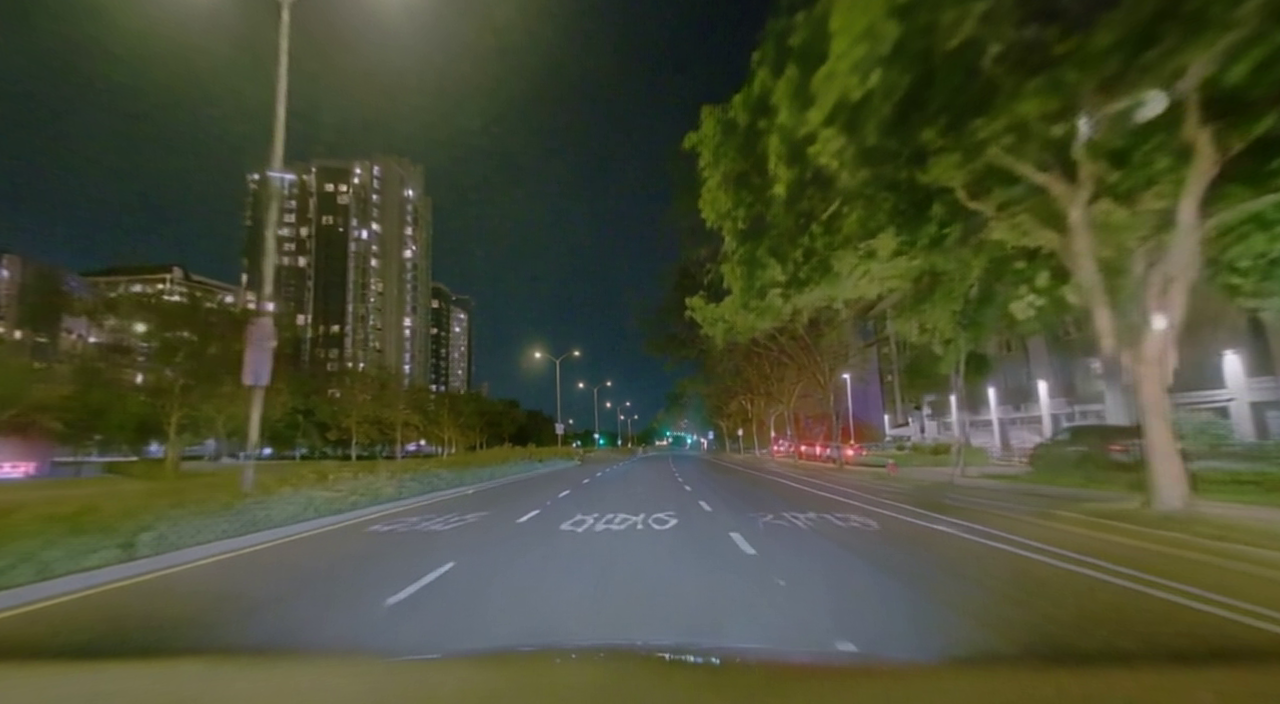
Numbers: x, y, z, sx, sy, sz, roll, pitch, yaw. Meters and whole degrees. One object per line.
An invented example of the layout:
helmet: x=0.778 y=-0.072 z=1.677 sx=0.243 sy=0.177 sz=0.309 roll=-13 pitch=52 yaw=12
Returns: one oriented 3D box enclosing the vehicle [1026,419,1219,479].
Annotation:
vehicle: x=13.611 y=2.791 z=18.256 sx=1.879 sy=1.507 sz=4.836 roll=0 pitch=-8 yaw=2
